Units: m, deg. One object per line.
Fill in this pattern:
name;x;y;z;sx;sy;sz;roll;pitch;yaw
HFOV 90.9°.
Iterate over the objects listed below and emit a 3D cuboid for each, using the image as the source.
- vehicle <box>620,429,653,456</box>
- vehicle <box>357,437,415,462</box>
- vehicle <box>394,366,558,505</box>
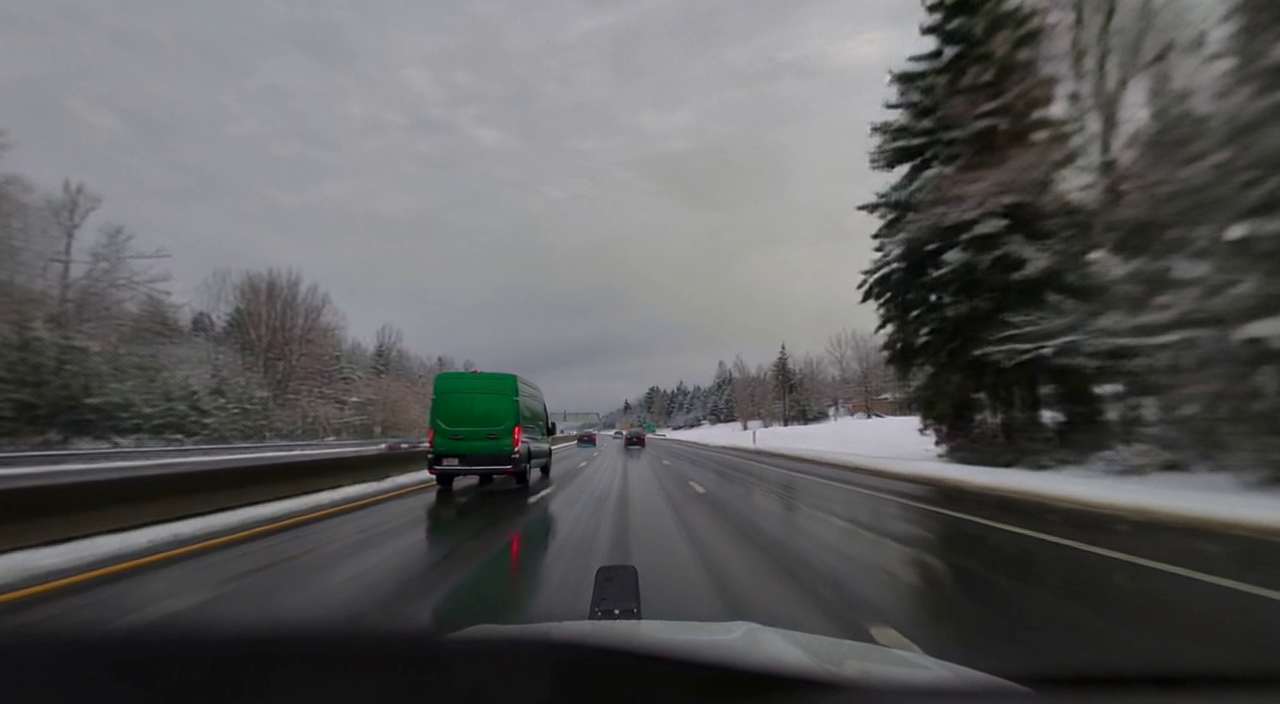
vehicle;-0.260;5.972;41.654;2.104;1.646;4.176;0;-8;-1
vehicle;-15.209;5.845;38.003;1.815;1.449;4.139;0;-8;-1
vehicle;-3.429;1.947;14.721;2.424;2.577;5.828;0;-8;-2
